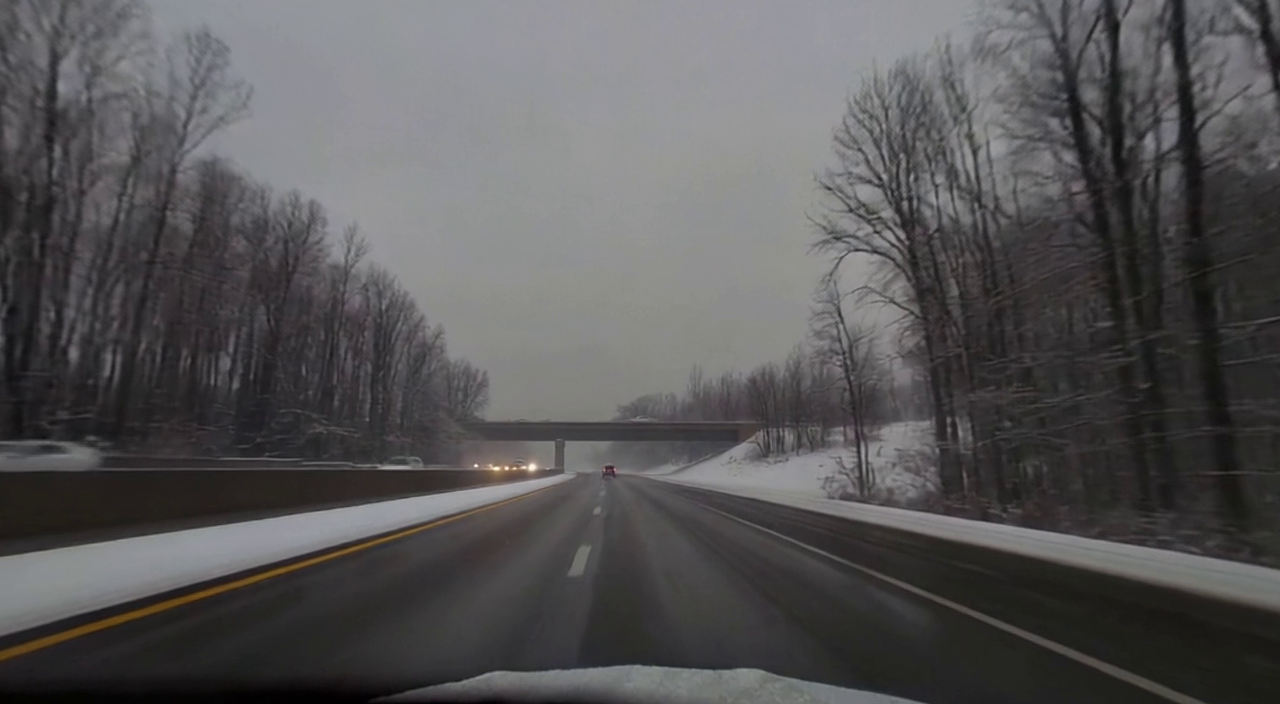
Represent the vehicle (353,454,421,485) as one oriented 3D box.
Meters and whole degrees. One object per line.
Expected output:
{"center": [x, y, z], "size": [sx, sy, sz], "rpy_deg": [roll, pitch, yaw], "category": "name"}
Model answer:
{"center": [-12.557, 5.871, 31.503], "size": [1.839, 1.411, 4.139], "rpy_deg": [1, -11, -3], "category": "vehicle"}
